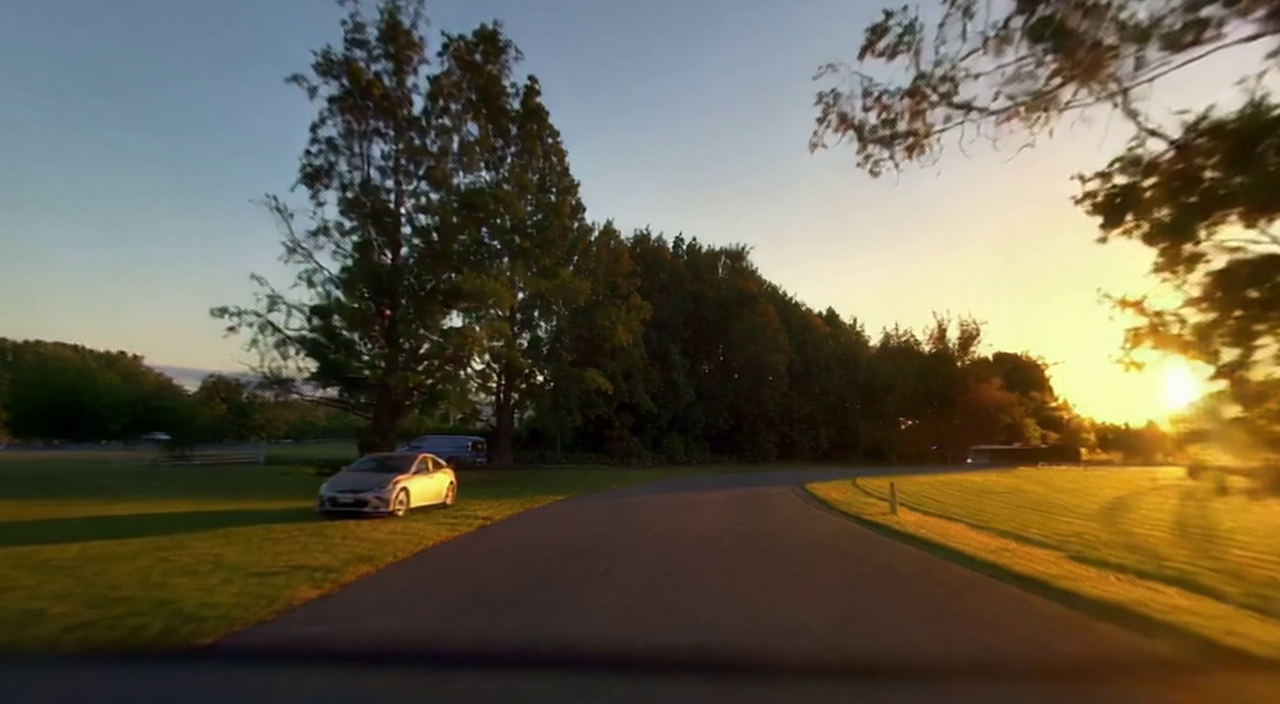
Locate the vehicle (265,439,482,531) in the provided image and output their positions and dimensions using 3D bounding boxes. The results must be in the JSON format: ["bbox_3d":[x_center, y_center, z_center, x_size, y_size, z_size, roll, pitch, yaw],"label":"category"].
[{"bbox_3d":[-5.115,2.650,13.037,2.166,1.512,4.822,0,-9,3],"label":"vehicle"}]
